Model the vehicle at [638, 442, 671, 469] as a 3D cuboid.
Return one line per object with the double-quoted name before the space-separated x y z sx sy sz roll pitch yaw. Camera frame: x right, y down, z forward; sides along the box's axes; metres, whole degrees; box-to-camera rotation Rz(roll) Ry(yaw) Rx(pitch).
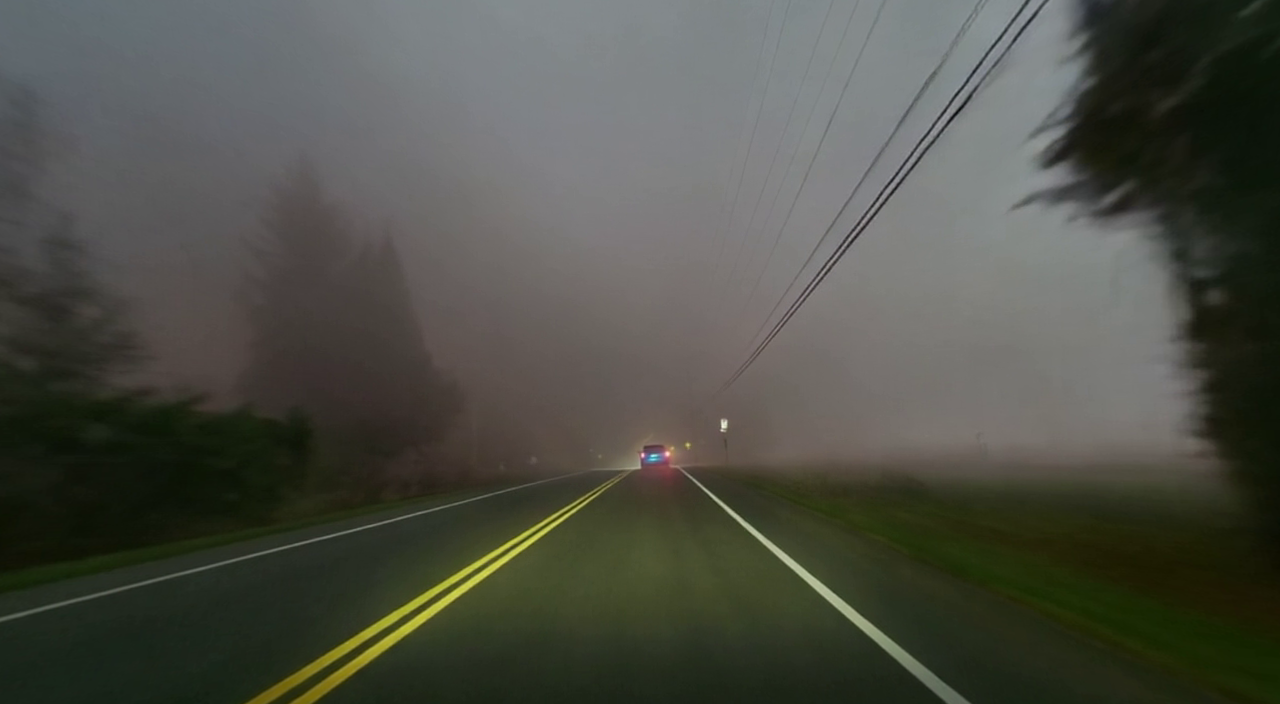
"vehicle" 1.086 8.081 49.367 2.468 2.056 4.422 0 -9 1
